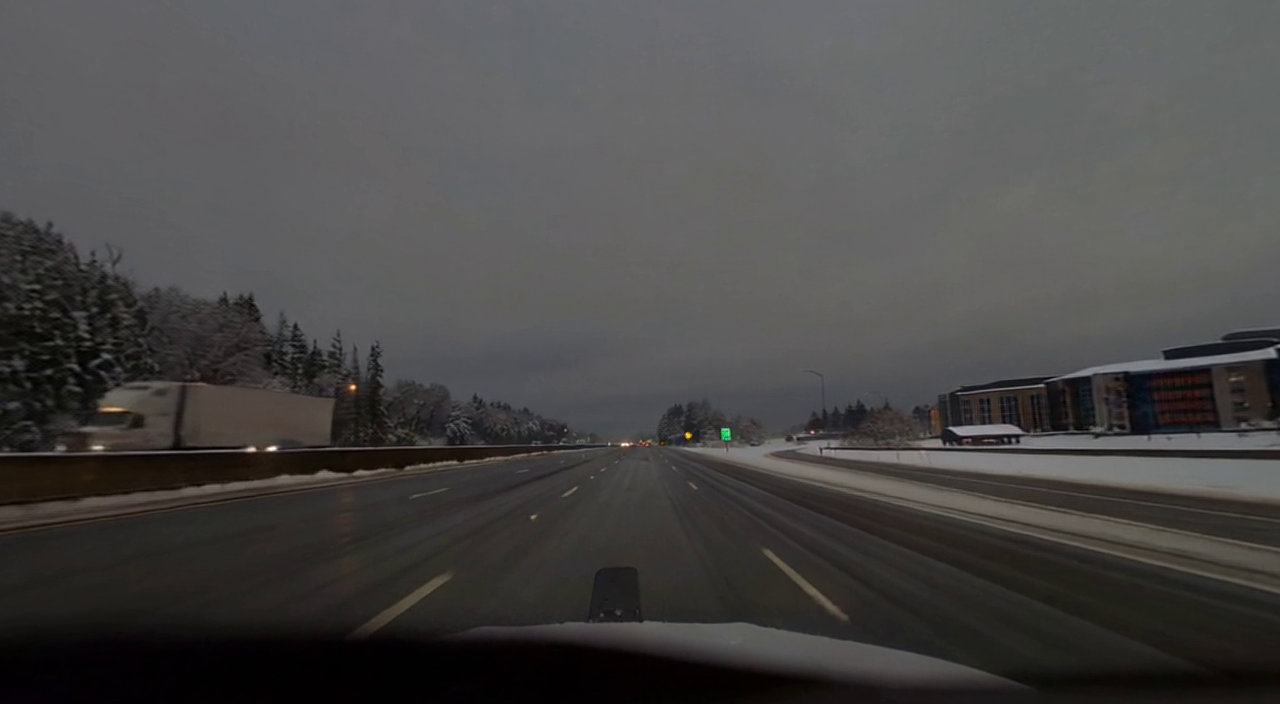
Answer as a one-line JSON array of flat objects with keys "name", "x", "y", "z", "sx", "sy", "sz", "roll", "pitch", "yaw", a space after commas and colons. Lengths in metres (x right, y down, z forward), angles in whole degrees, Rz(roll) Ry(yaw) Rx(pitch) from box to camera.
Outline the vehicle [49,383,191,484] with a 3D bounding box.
[{"name": "vehicle", "x": -19.687, "y": 3.152, "z": 24.181, "sx": 2.714, "sy": 3.543, "sz": 2.793, "roll": -1, "pitch": -10, "yaw": 1}]
